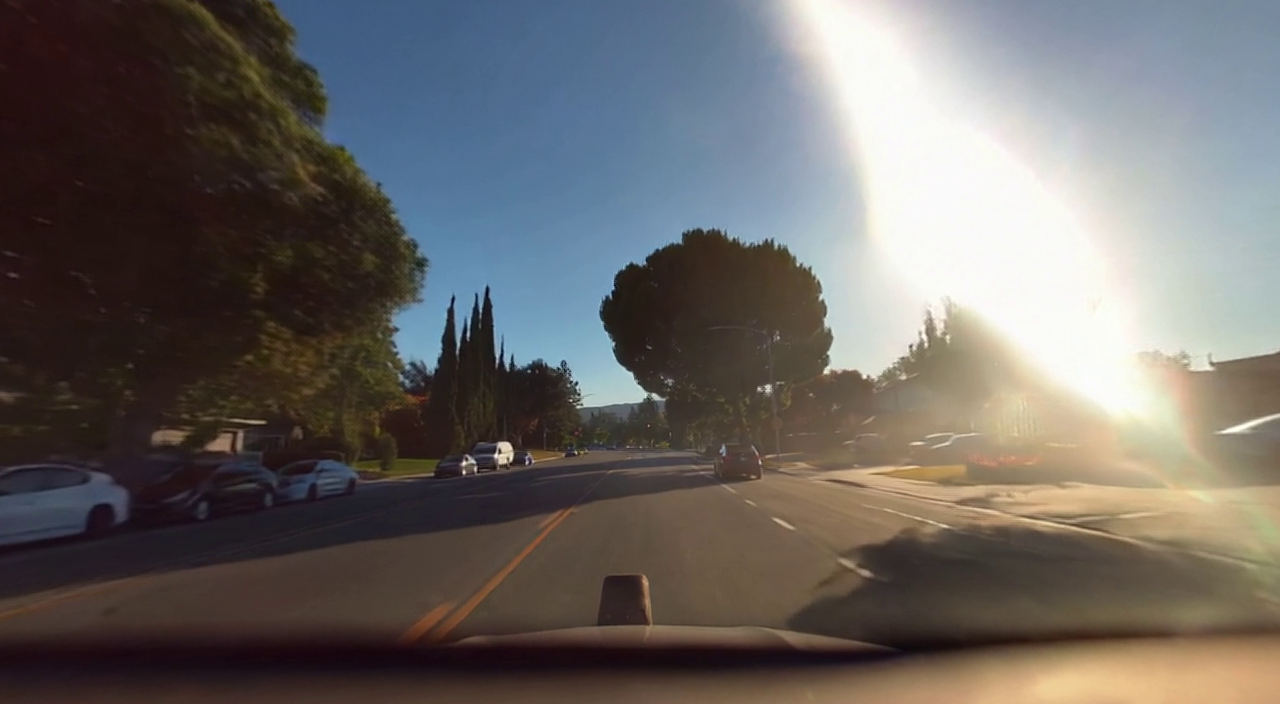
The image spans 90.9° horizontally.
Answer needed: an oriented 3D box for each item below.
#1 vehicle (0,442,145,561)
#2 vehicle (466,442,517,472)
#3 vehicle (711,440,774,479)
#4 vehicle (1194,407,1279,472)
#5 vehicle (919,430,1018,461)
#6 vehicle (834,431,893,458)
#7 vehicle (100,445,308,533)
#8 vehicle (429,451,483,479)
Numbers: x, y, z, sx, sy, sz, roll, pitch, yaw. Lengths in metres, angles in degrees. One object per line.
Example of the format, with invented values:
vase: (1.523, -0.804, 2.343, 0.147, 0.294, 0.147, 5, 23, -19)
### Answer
vehicle: (-10.828, 2.434, 10.132, 2.083, 1.791, 4.585, -5, -8, -1)
vehicle: (-10.718, 7.598, 45.946, 2.180, 1.953, 5.787, -1, -8, 1)
vehicle: (4.342, 4.625, 27.399, 1.956, 1.492, 4.425, 0, -8, 0)
vehicle: (17.740, 2.572, 18.411, 2.155, 1.670, 4.506, -8, -11, 40)
vehicle: (17.419, 5.004, 33.608, 4.065, 1.557, 2.107, 0, -9, -1)
vehicle: (15.582, 6.490, 44.206, 2.129, 1.699, 4.906, 0, -8, -3)
vehicle: (-10.761, 3.343, 16.139, 2.231, 1.736, 4.630, -4, -8, -3)
vehicle: (-10.725, 6.571, 36.984, 1.829, 1.441, 4.355, -1, -8, 0)
